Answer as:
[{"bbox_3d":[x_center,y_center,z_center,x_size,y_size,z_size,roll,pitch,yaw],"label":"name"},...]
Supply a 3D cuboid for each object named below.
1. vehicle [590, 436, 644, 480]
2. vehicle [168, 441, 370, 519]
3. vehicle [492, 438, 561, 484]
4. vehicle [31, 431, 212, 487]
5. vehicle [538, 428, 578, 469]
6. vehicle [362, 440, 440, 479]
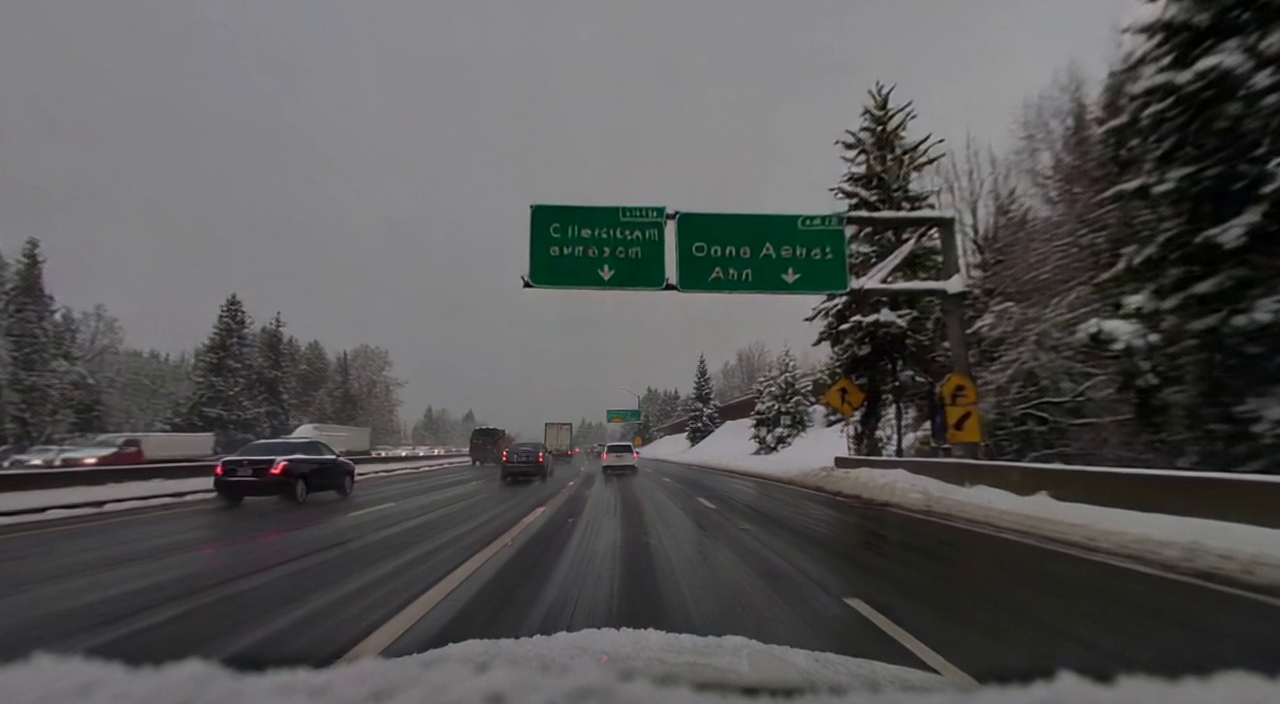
[{"bbox_3d":[-0.983,4.409,26.515,2.092,1.671,3.772,0,-8,-2],"label":"vehicle"},{"bbox_3d":[-7.975,2.753,14.183,1.896,1.465,4.399,0,-8,-1],"label":"vehicle"},{"bbox_3d":[-4.338,4.209,24.753,2.005,1.631,4.295,0,-8,-1],"label":"vehicle"},{"bbox_3d":[-16.089,3.339,19.964,1.973,1.553,4.504,0,-8,-2],"label":"vehicle"},{"bbox_3d":[-5.624,6.715,44.134,2.279,2.672,5.256,0,-8,-2],"label":"vehicle"},{"bbox_3d":[-11.933,5.381,31.905,2.079,1.807,5.187,0,-8,-2],"label":"vehicle"}]
